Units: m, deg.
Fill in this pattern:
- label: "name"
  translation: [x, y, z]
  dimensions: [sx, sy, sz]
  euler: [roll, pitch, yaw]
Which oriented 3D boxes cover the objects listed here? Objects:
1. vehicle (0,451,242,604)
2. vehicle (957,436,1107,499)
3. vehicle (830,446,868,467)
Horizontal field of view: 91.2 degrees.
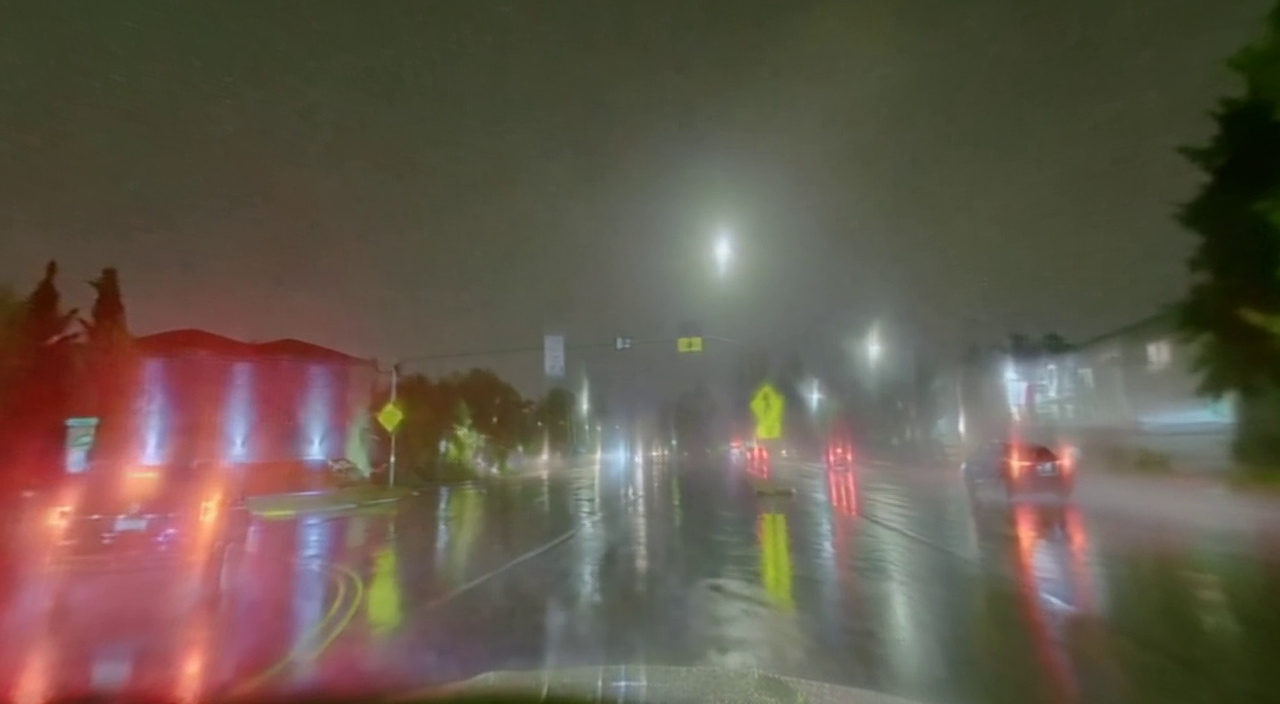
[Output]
- label: "vehicle"
  translation: [-6.832, 2.156, 8.589]
  dimensions: [2.014, 1.525, 3.670]
  euler: [6, -11, -35]
- label: "vehicle"
  translation: [11.217, 3.324, 18.369]
  dimensions: [2.007, 1.586, 4.210]
  euler: [-2, -9, 7]
- label: "vehicle"
  translation: [16.040, 8.041, 48.316]
  dimensions: [1.931, 1.475, 4.092]
  euler: [-2, -9, 7]
